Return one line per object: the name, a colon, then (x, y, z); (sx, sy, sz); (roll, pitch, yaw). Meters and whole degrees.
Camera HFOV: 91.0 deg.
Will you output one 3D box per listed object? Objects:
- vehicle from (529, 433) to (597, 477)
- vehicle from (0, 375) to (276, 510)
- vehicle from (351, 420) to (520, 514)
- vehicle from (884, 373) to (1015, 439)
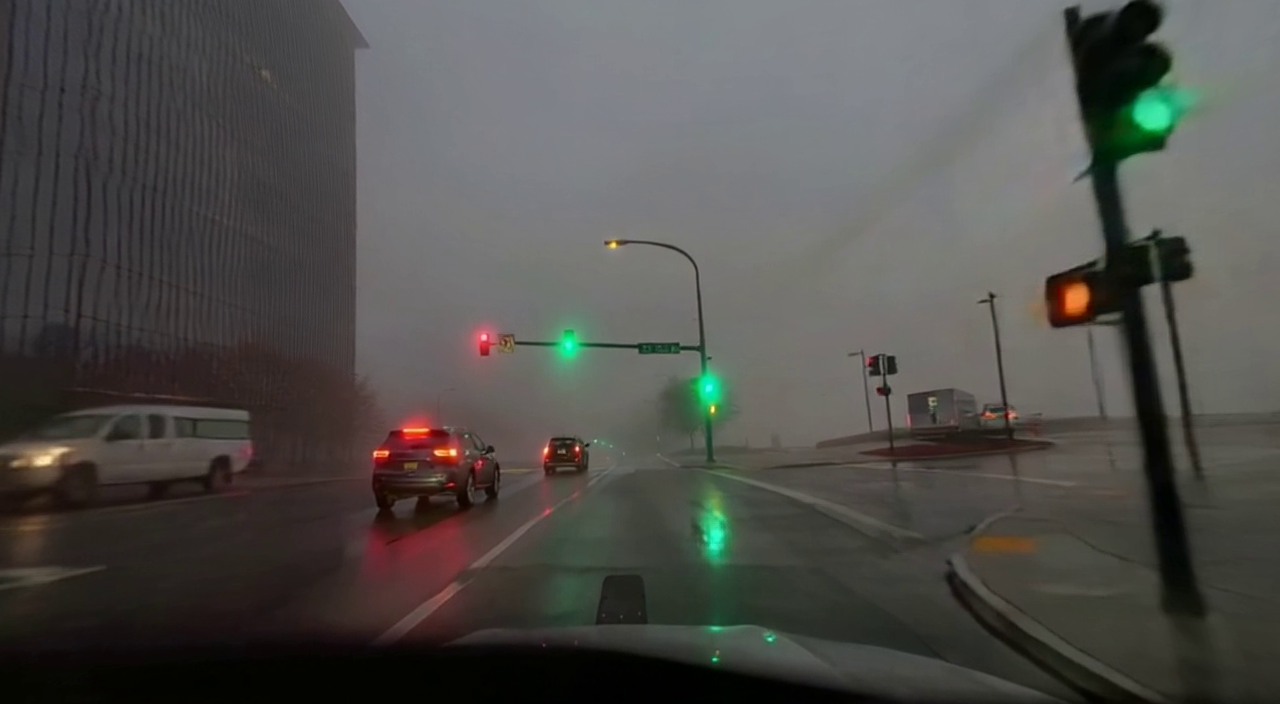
vehicle: (-3.526, 4.866, 29.957); (2.384, 1.849, 5.009); (0, -9, 3)
vehicle: (-16.375, 3.014, 21.007); (3.394, 3.584, 8.313); (0, -9, 0)
vehicle: (-4.289, 2.503, 14.174); (2.169, 1.741, 4.588); (0, -9, 1)
vehicle: (15.700, 2.887, 32.340); (4.005, 2.827, 4.538); (4, -10, -10)
